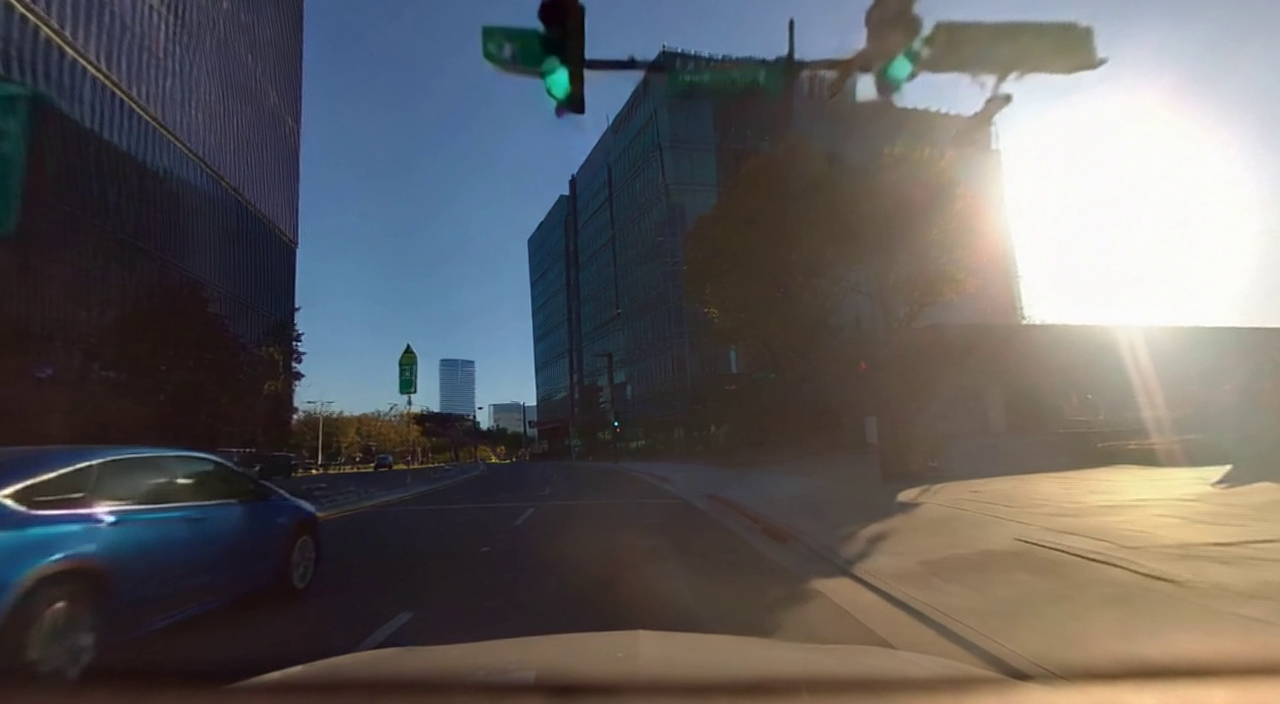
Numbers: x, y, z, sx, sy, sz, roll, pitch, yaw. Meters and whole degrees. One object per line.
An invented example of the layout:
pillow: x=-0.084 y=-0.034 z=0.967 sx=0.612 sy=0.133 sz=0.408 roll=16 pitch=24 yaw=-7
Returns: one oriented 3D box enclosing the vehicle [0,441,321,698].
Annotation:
vehicle: x=-4.769 y=1.474 z=5.067 sx=2.045 sy=1.479 sz=4.616 roll=0 pitch=-9 yaw=-1
